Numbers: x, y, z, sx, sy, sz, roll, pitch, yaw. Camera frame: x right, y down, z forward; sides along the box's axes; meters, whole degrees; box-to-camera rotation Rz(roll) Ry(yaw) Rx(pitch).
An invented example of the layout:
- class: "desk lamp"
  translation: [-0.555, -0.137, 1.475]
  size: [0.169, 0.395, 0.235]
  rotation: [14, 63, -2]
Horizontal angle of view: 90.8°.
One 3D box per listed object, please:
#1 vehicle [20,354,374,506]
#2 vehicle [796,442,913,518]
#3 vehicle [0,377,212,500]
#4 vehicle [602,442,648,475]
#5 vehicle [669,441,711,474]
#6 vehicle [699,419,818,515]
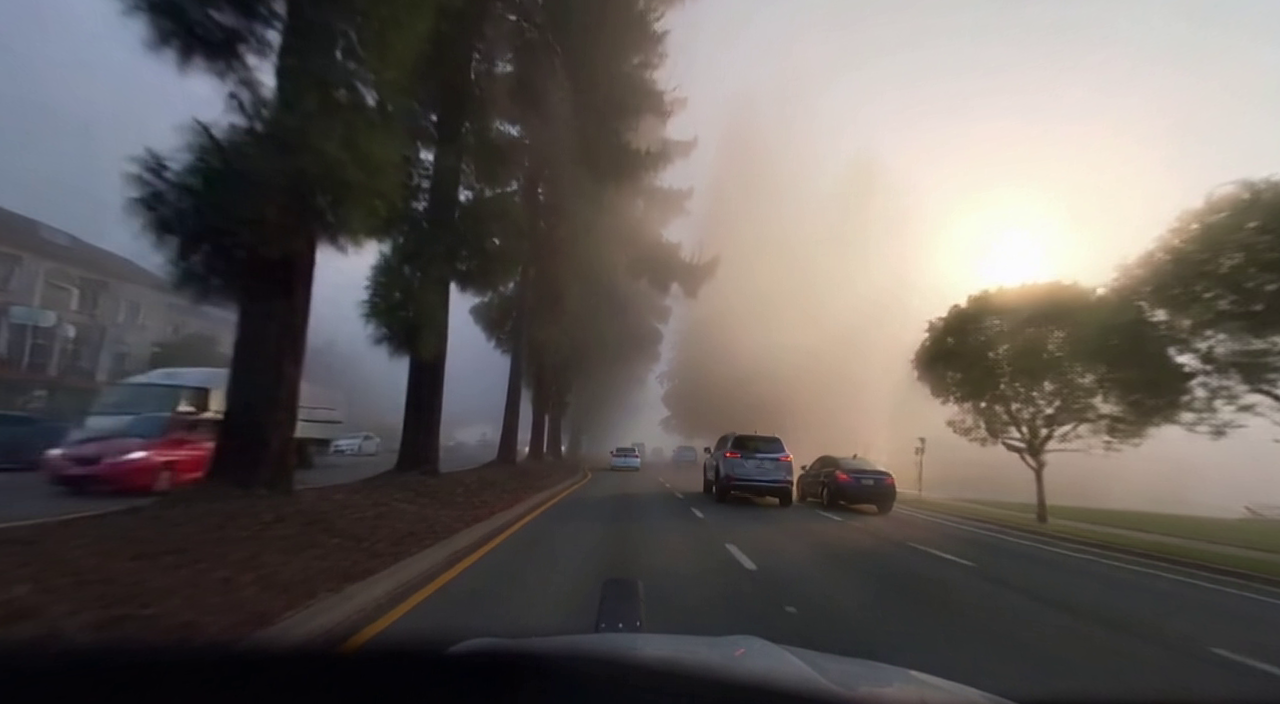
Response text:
- class: "vehicle"
  translation: [-11.557, 2.099, 18.539]
  size: [2.947, 3.206, 10.111]
  rotation: [0, -5, 1]
- class: "vehicle"
  translation: [6.277, 3.738, 19.031]
  size: [1.913, 1.777, 4.269]
  rotation: [7, -9, 0]
- class: "vehicle"
  translation: [-8.962, 1.325, 9.491]
  size: [1.981, 1.514, 4.323]
  rotation: [0, -9, 0]
- class: "vehicle"
  translation: [-0.693, 5.136, 30.648]
  size: [2.119, 1.460, 3.847]
  rotation: [0, -9, 0]
- class: "vehicle"
  translation: [2.781, 5.948, 35.852]
  size: [1.922, 1.708, 4.126]
  rotation: [0, -9, -2]
- class: "vehicle"
  translation: [2.813, 2.823, 15.924]
  size: [2.035, 1.940, 4.299]
  rotation: [3, -9, -1]
